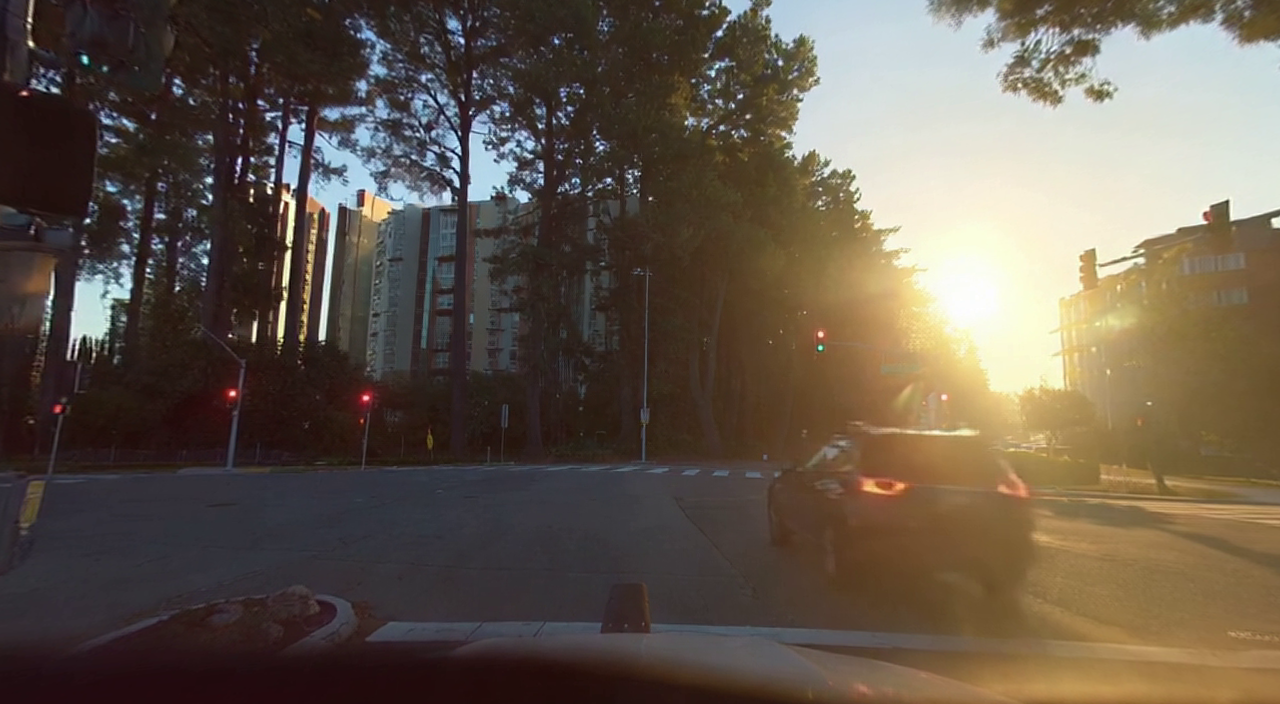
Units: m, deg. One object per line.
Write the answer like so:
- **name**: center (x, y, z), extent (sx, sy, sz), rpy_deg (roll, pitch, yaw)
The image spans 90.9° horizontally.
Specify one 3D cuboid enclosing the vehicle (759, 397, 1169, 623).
- **vehicle**: center (2.922, 1.554, 7.244), extent (2.150, 1.706, 4.754), rpy_deg (0, -8, 0)
